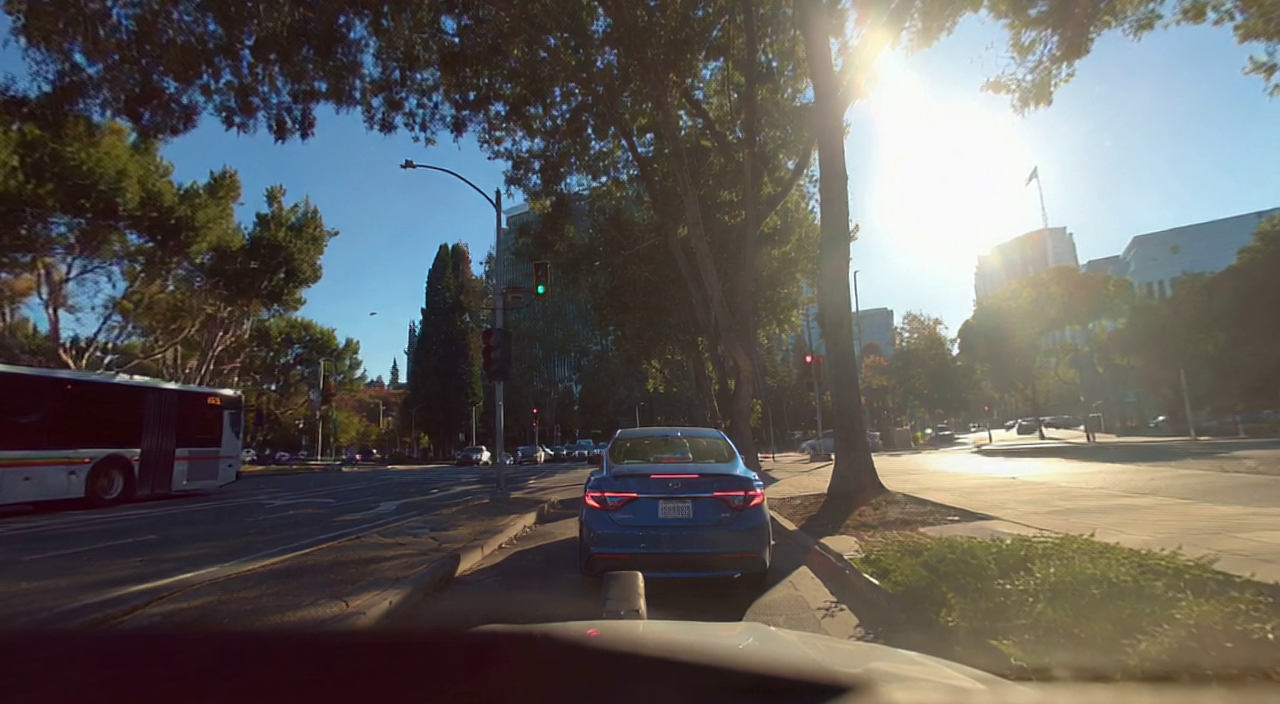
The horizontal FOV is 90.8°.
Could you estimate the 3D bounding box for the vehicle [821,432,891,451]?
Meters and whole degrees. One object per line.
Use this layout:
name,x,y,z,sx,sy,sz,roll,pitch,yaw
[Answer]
vehicle,16.812,7.001,49.332,4.830,1.461,1.883,0,-9,3

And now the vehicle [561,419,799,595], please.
vehicle,0.372,1.617,7.398,2.035,1.499,3.799,0,-8,1
